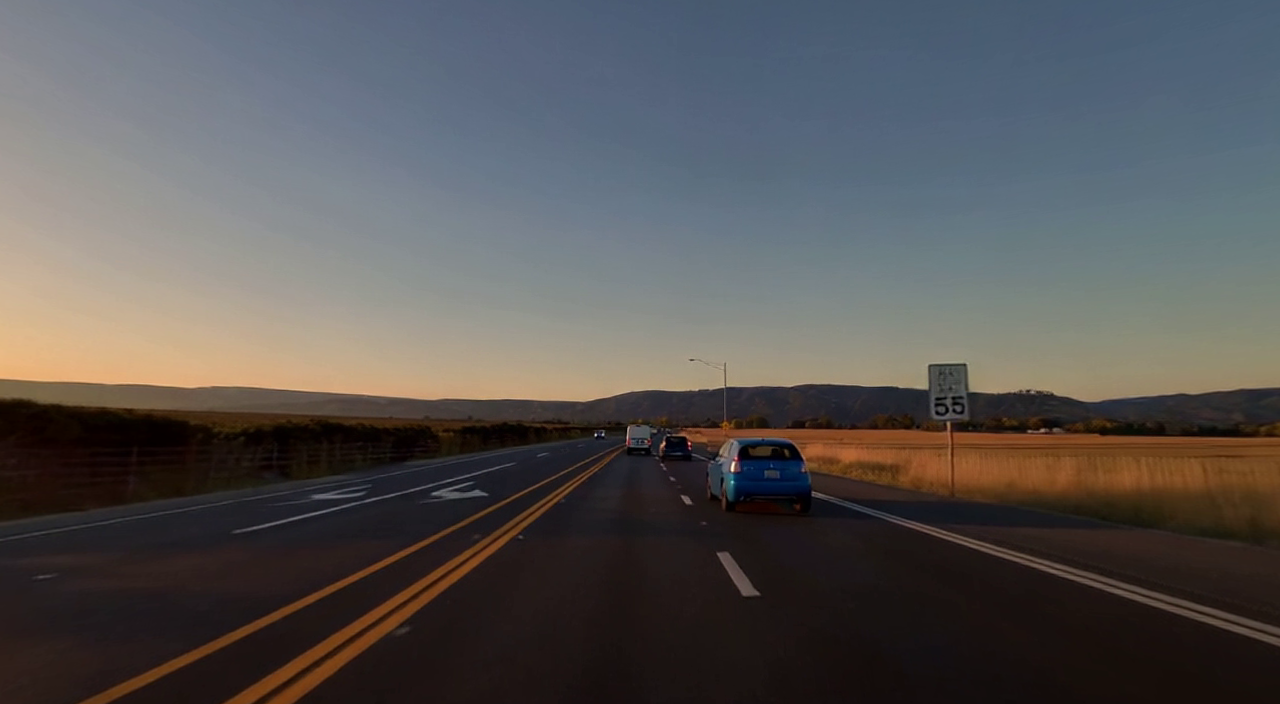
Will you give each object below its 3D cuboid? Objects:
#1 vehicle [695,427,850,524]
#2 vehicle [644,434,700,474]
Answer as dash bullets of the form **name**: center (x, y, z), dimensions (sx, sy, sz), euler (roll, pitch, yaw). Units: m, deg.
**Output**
- **vehicle**: center (2.313, 2.280, 12.186), dimensions (2.007, 1.534, 3.976), euler (0, -8, -2)
- **vehicle**: center (1.258, 4.312, 26.907), dimensions (2.026, 1.531, 4.273), euler (0, -8, -2)
